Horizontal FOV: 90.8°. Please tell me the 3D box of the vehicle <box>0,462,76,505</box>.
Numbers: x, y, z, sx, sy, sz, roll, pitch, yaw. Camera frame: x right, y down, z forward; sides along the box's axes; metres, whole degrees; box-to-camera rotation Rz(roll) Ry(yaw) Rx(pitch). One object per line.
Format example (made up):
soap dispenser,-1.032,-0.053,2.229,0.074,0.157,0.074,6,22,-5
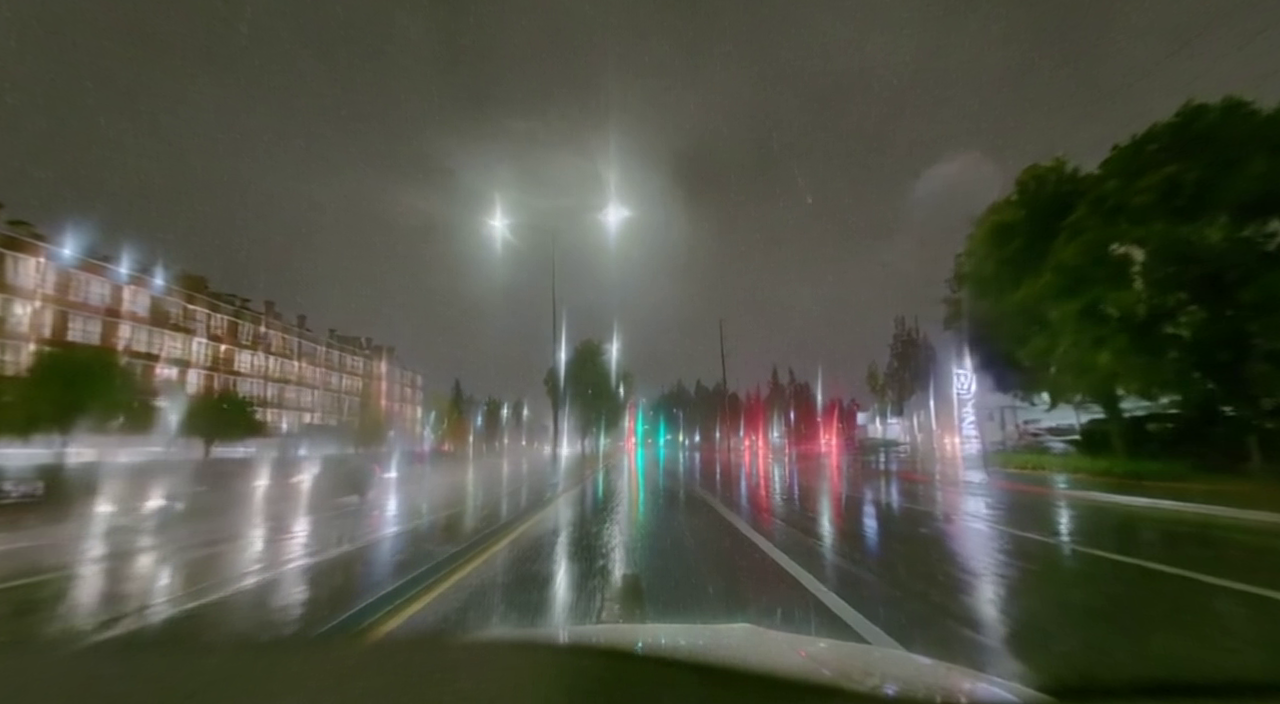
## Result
vehicle,-26.284,5.399,25.959,4.054,1.602,2.056,3,-9,-23
